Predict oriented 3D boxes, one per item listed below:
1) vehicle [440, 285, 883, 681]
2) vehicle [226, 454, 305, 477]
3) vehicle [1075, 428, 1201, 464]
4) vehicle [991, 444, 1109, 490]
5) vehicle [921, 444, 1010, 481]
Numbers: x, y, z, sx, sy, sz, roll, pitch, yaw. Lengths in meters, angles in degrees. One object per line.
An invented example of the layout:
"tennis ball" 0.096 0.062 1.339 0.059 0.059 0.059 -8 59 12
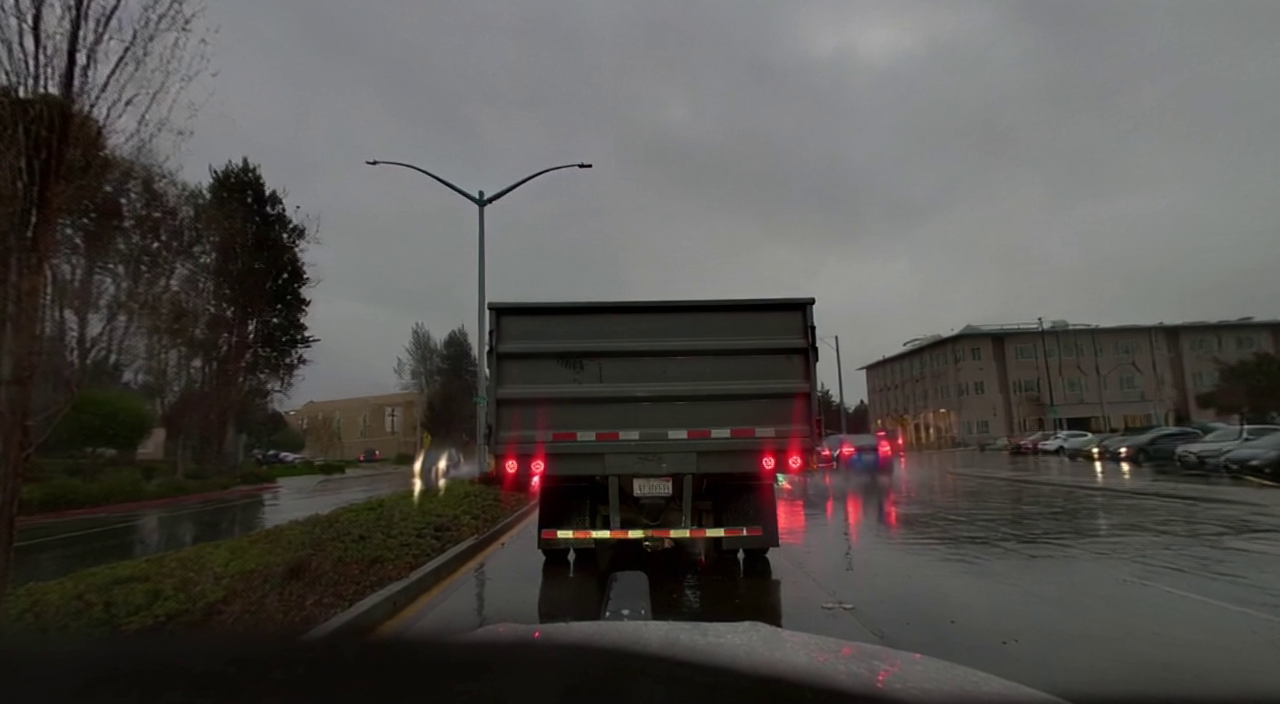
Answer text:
"vehicle" 0.281 1.275 7.409 2.650 2.391 7.008 -1 -8 3
"vehicle" -25.911 7.867 43.693 4.409 1.446 1.862 -2 -8 9
"vehicle" 23.136 4.386 29.439 4.171 1.614 1.894 -1 -8 1
"vehicle" 14.301 3.991 22.262 1.702 1.475 3.670 -1 -8 1
"vehicle" 14.155 4.796 27.735 1.777 1.488 4.081 -1 -8 1
